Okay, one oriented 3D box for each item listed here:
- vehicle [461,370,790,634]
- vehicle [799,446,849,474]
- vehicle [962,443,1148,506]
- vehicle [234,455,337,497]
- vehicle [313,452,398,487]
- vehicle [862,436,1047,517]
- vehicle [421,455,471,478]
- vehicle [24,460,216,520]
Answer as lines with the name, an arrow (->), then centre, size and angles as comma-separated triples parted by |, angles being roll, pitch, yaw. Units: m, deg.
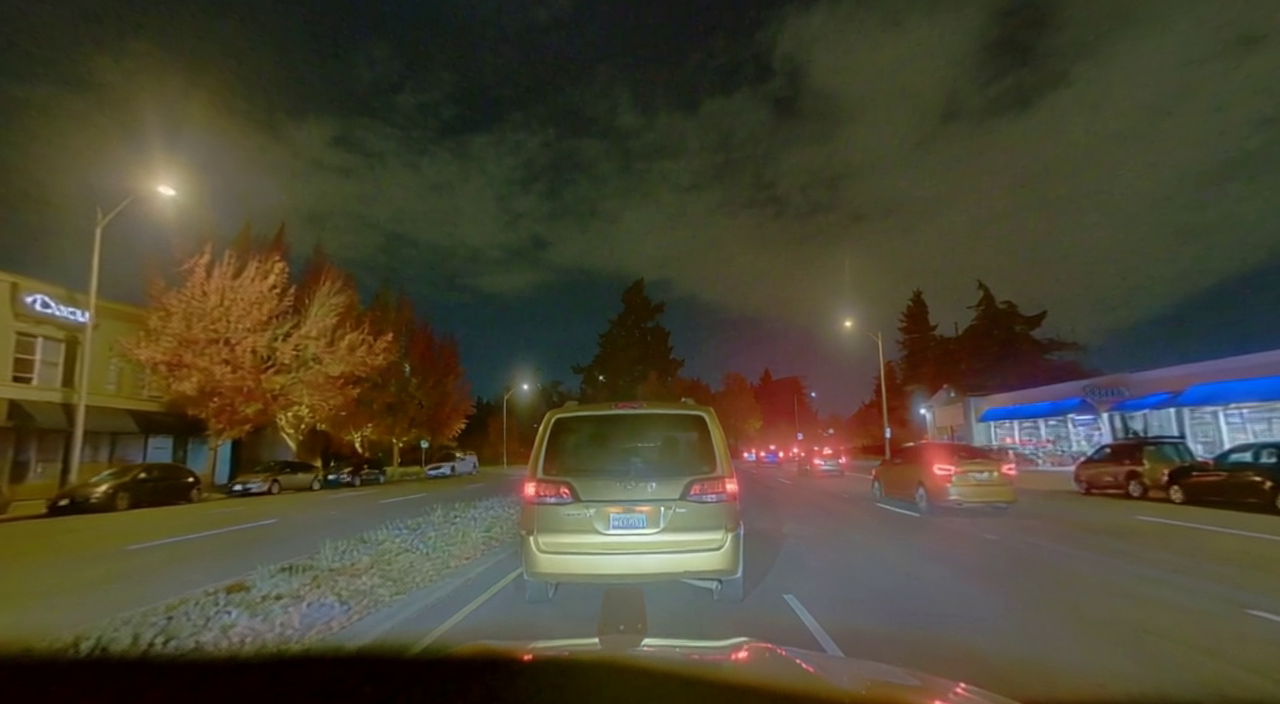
vehicle -> -0.006, 1.405, 6.912 | 2.344, 1.863, 4.665 | 0, -8, 3
vehicle -> 12.286, 7.229, 42.406 | 2.040, 1.738, 4.414 | 0, -8, 1
vehicle -> 10.795, 3.179, 16.931 | 2.021, 1.460, 4.471 | 0, -8, 1
vehicle -> -14.929, 5.213, 26.854 | 1.947, 1.558, 4.065 | 0, -8, 1
vehicle -> -14.480, 5.988, 32.500 | 1.921, 1.621, 4.930 | 0, -8, 2
vehicle -> 6.954, 2.774, 14.698 | 1.928, 1.529, 4.917 | 0, -8, 2
vehicle -> -13.761, 8.127, 45.027 | 1.995, 1.466, 4.580 | 0, -8, 2
vehicle -> -15.155, 3.995, 18.800 | 1.877, 1.445, 4.436 | 0, -8, 1
